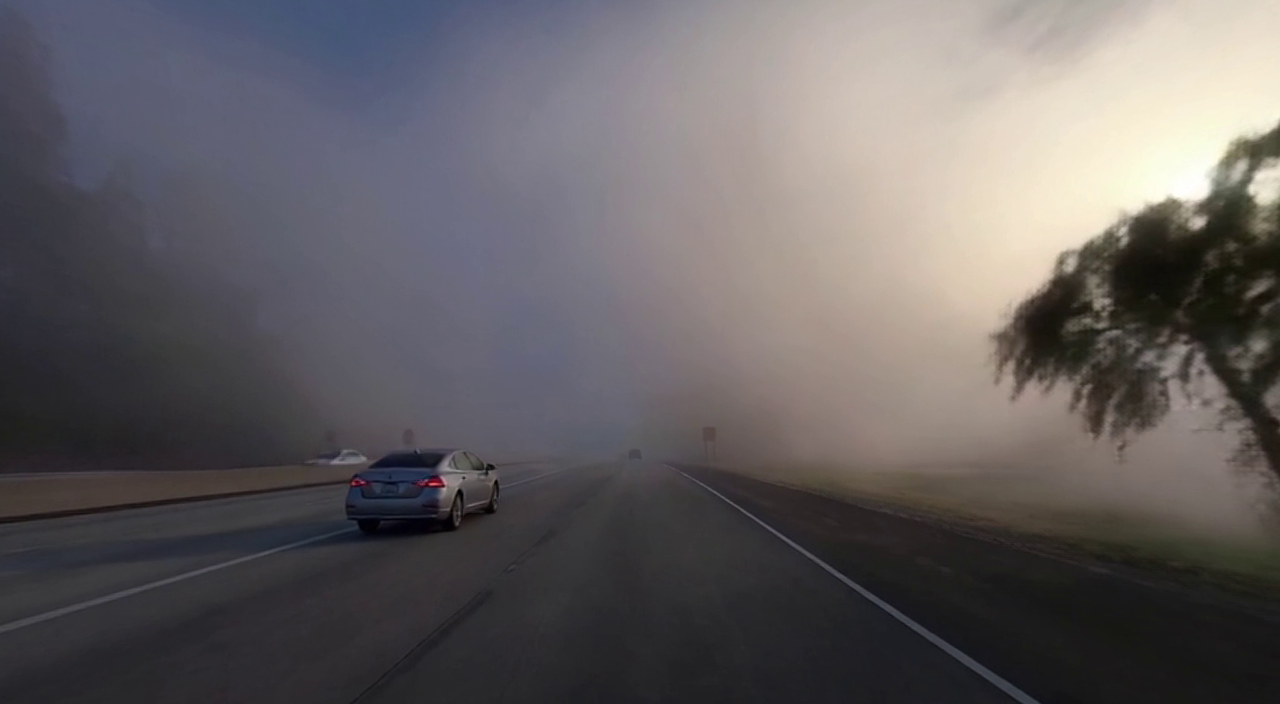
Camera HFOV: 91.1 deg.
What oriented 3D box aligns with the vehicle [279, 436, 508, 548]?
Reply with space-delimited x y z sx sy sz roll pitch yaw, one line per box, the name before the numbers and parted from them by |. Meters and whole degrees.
vehicle | -4.010 2.338 11.351 2.092 1.562 4.748 0 -8 2
